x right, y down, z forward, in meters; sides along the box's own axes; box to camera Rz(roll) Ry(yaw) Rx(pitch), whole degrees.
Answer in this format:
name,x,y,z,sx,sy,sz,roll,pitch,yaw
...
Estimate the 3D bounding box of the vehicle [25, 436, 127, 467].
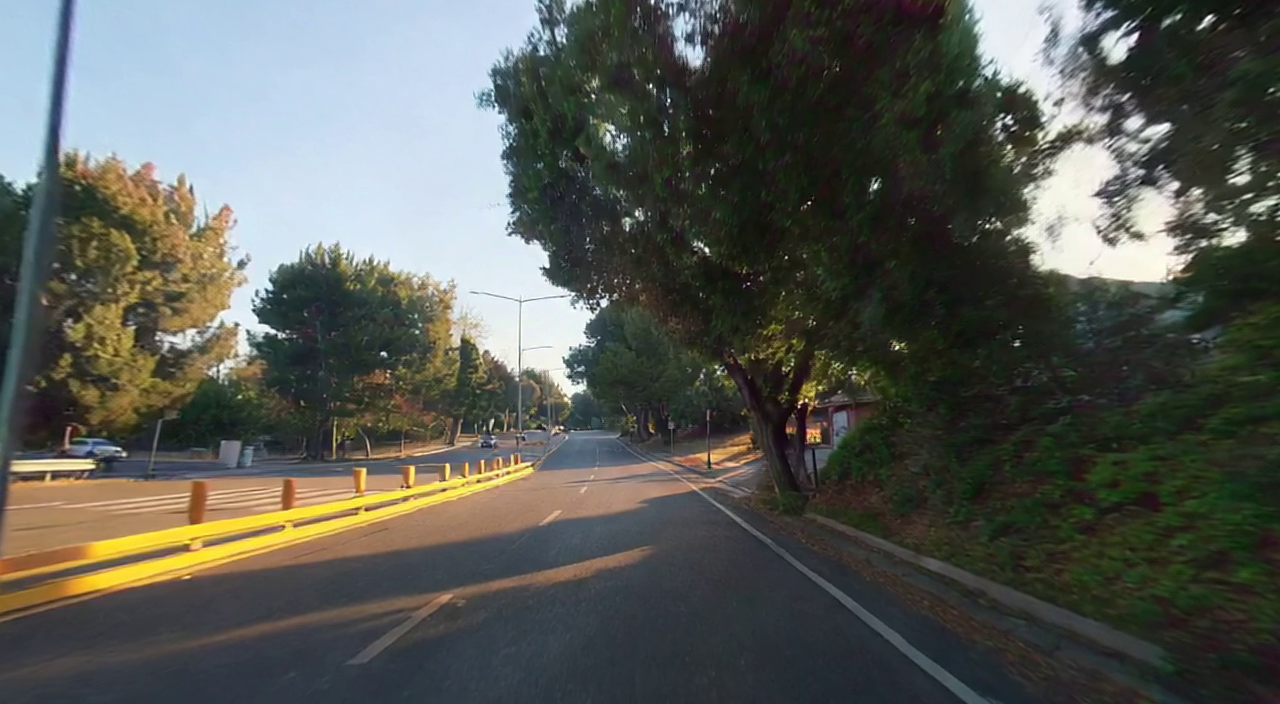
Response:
name,x,y,z,sx,sy,sz,roll,pitch,yaw
vehicle,-32.284,5.675,36.237,4.017,1.663,1.966,-1,-8,2
